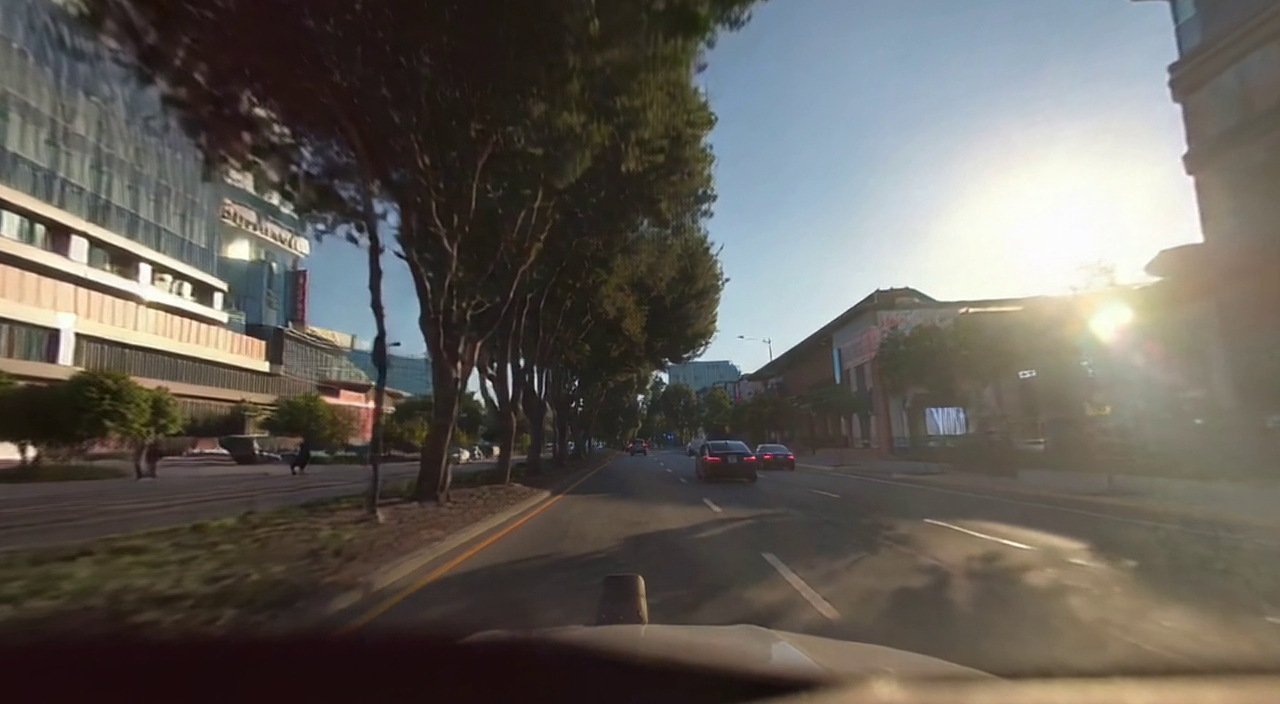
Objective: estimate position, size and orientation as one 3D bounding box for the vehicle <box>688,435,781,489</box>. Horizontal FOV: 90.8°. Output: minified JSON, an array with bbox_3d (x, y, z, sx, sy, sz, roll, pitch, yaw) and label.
[{"bbox_3d":[2.808,3.405,19.889,2.131,1.491,4.496,0,-8,-1],"label":"vehicle"}]
